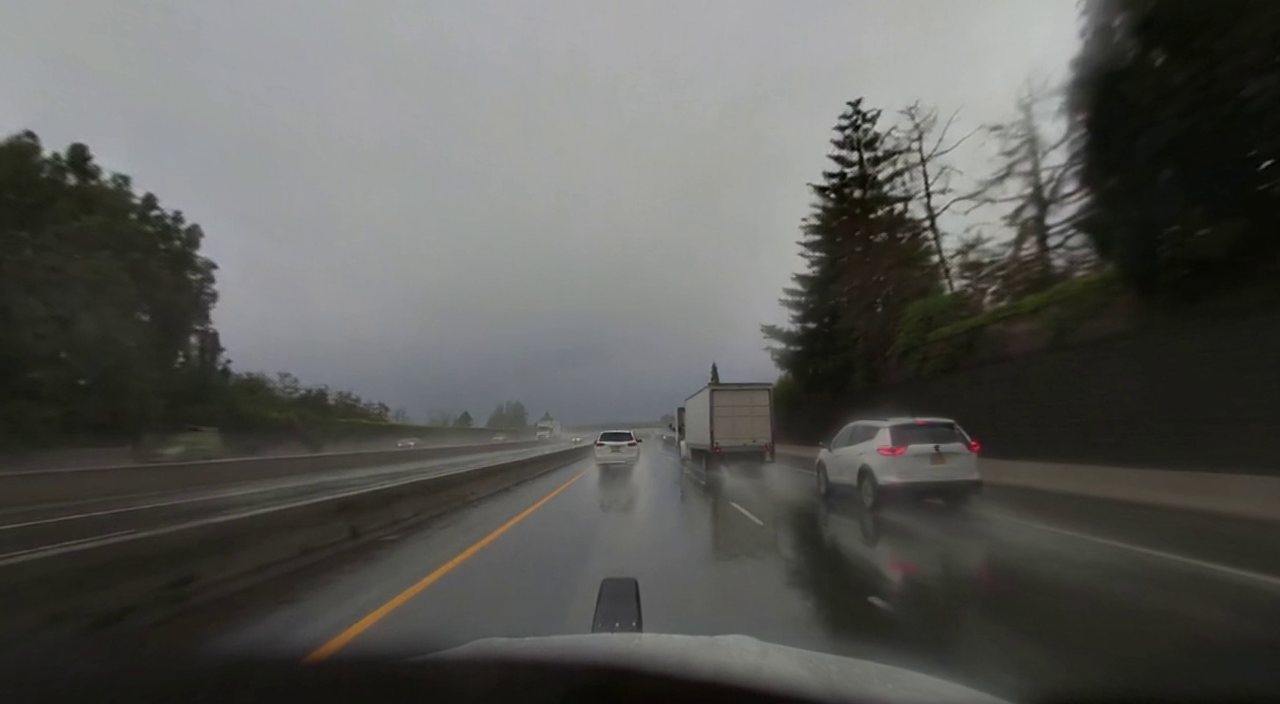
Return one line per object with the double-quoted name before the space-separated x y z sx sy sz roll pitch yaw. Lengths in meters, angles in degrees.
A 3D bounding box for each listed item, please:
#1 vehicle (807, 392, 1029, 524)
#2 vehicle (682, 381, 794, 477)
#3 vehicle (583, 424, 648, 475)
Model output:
"vehicle" 4.563 1.785 11.144 2.011 1.905 3.905 0 -8 -2
"vehicle" 3.377 2.982 24.207 2.723 3.027 8.478 0 -7 -1
"vehicle" -0.812 3.410 22.330 2.082 1.638 4.055 0 -7 0
